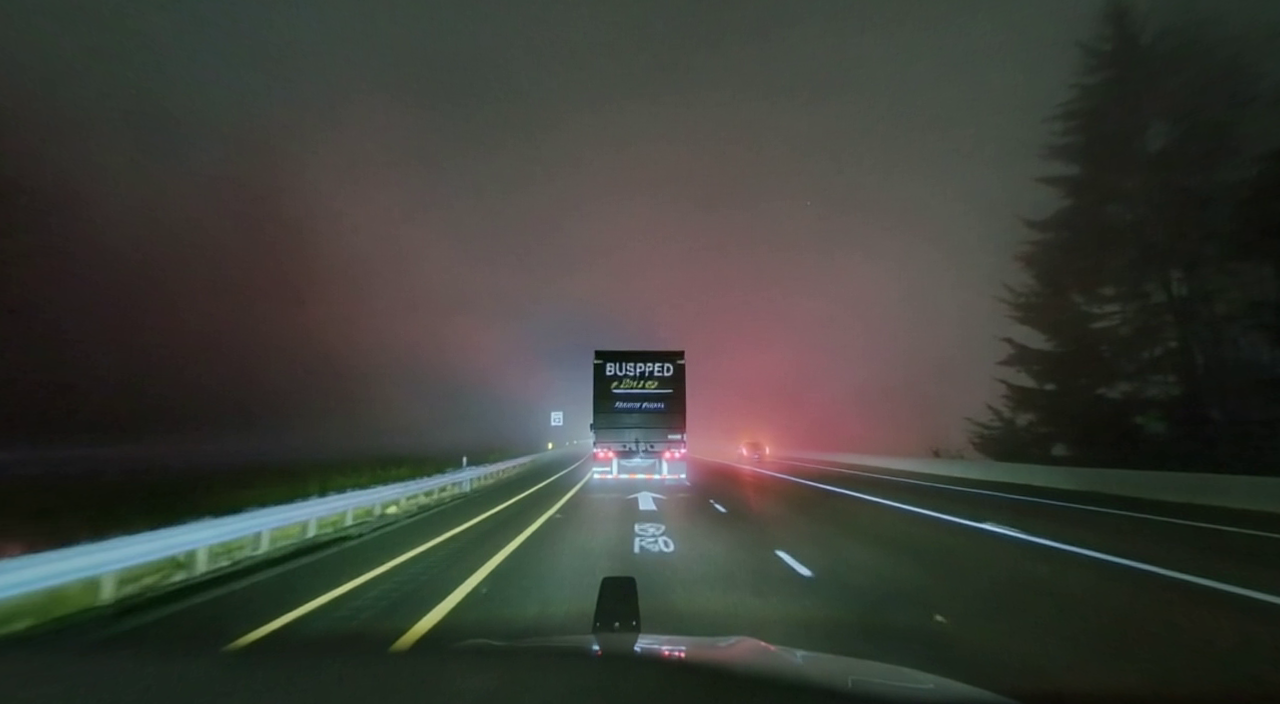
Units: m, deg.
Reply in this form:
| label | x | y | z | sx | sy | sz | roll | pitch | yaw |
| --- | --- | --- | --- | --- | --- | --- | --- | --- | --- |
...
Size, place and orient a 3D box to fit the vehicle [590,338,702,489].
| label | x | y | z | sx | sy | sz | roll | pitch | yaw |
| --- | --- | --- | --- | --- | --- | --- | --- | --- | --- |
| vehicle | 0.057 | 2.158 | 20.668 | 2.870 | 3.911 | 8.697 | 0 | -8 | -1 |
